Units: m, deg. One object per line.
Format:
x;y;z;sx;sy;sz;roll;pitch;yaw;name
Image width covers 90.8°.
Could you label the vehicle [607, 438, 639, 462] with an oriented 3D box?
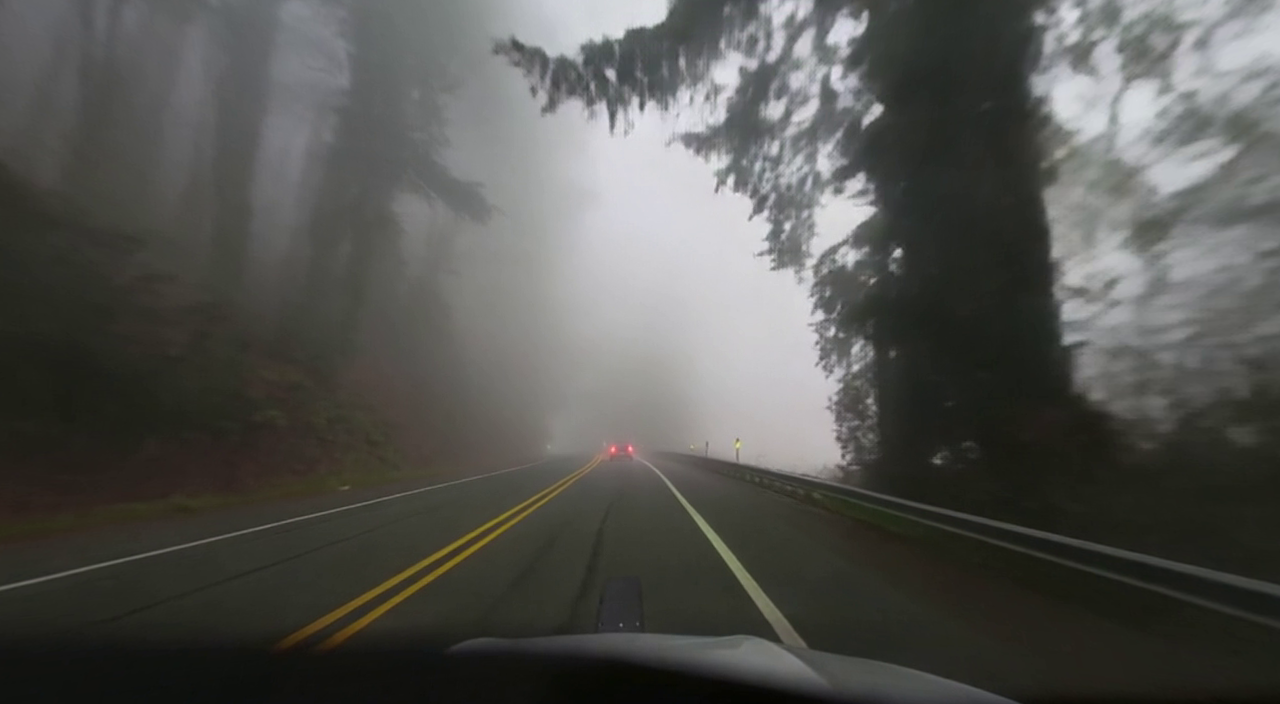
-1.158;6.505;41.934;2.042;1.489;3.963;0;-8;-2;vehicle
